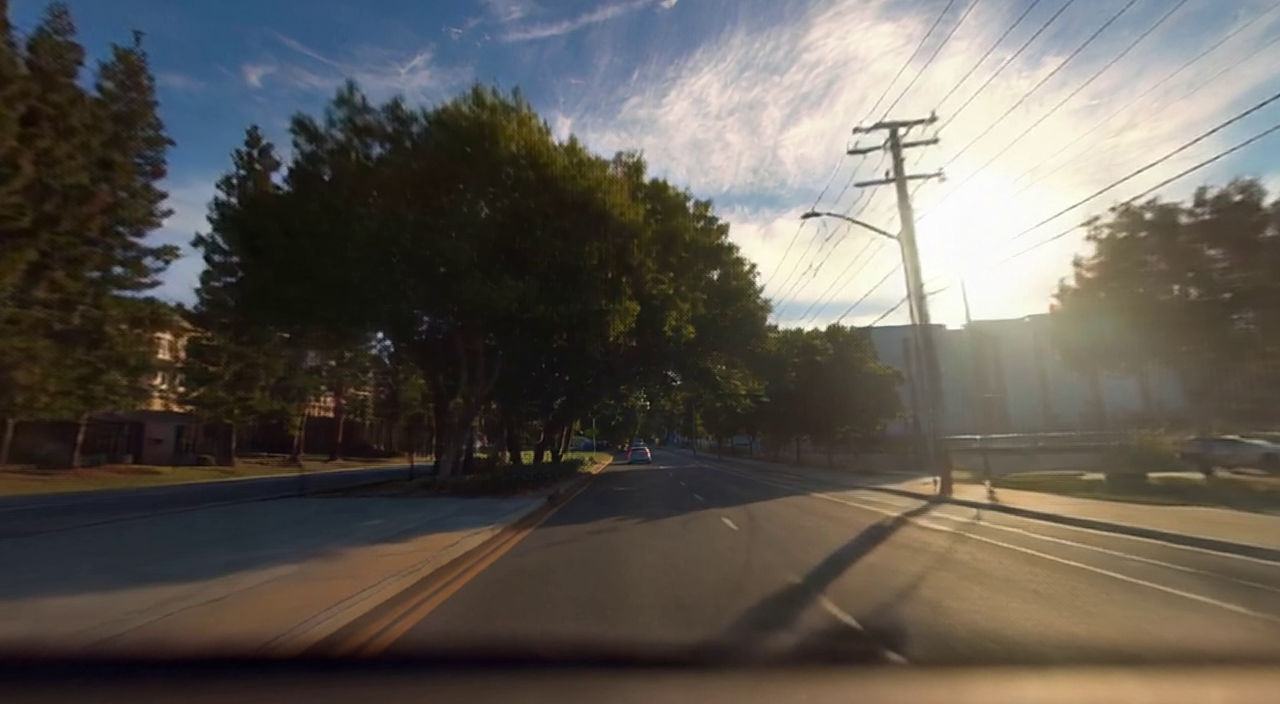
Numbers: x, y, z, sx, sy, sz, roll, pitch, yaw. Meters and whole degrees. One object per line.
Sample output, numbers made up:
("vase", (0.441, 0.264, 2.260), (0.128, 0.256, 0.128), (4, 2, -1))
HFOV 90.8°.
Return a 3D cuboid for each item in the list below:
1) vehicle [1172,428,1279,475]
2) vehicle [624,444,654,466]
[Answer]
("vehicle", (25.873, 4.143, 26.256), (2.189, 1.805, 5.633), (0, -10, -6))
("vehicle", (-0.090, 7.507, 46.243), (2.109, 1.501, 4.042), (0, -8, -1))
